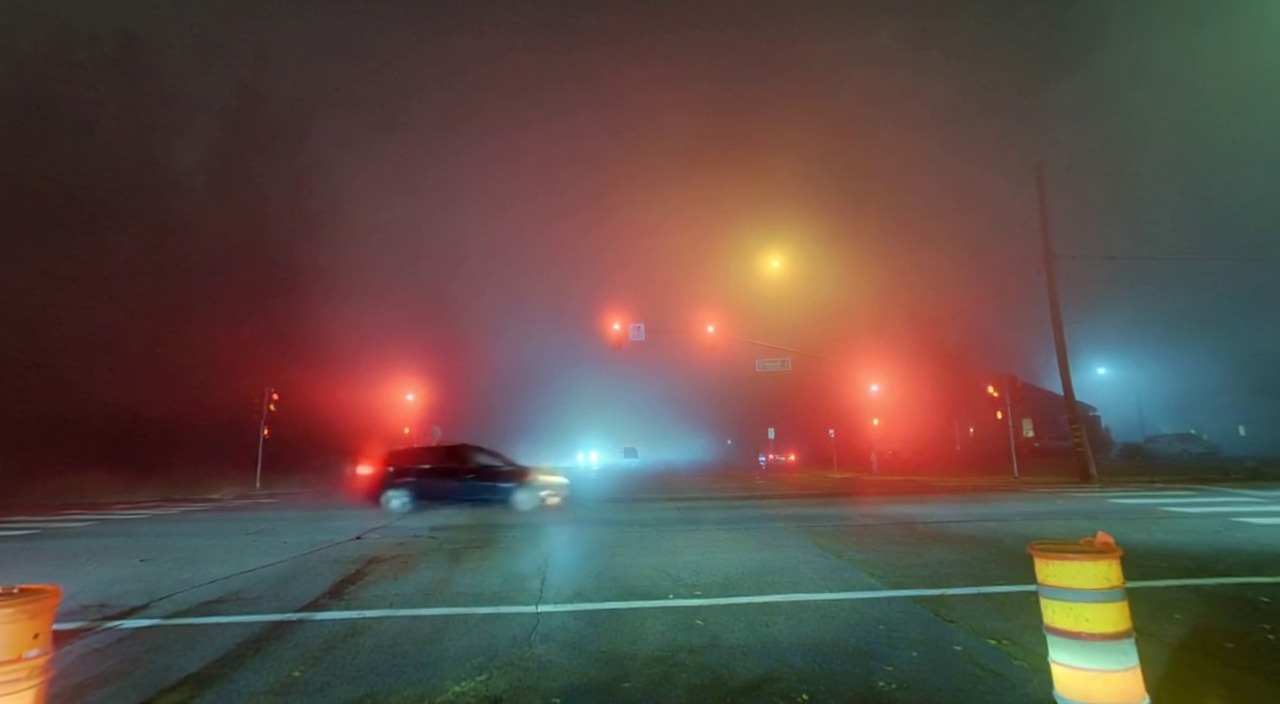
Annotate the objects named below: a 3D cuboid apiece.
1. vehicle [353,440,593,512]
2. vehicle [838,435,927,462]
[{"bbox_3d":[-3.575,2.758,14.325,4.860,1.483,2.077,0,-8,0],"label":"vehicle"},{"bbox_3d":[15.394,6.179,40.323,4.892,1.656,1.856,0,-8,0],"label":"vehicle"}]
